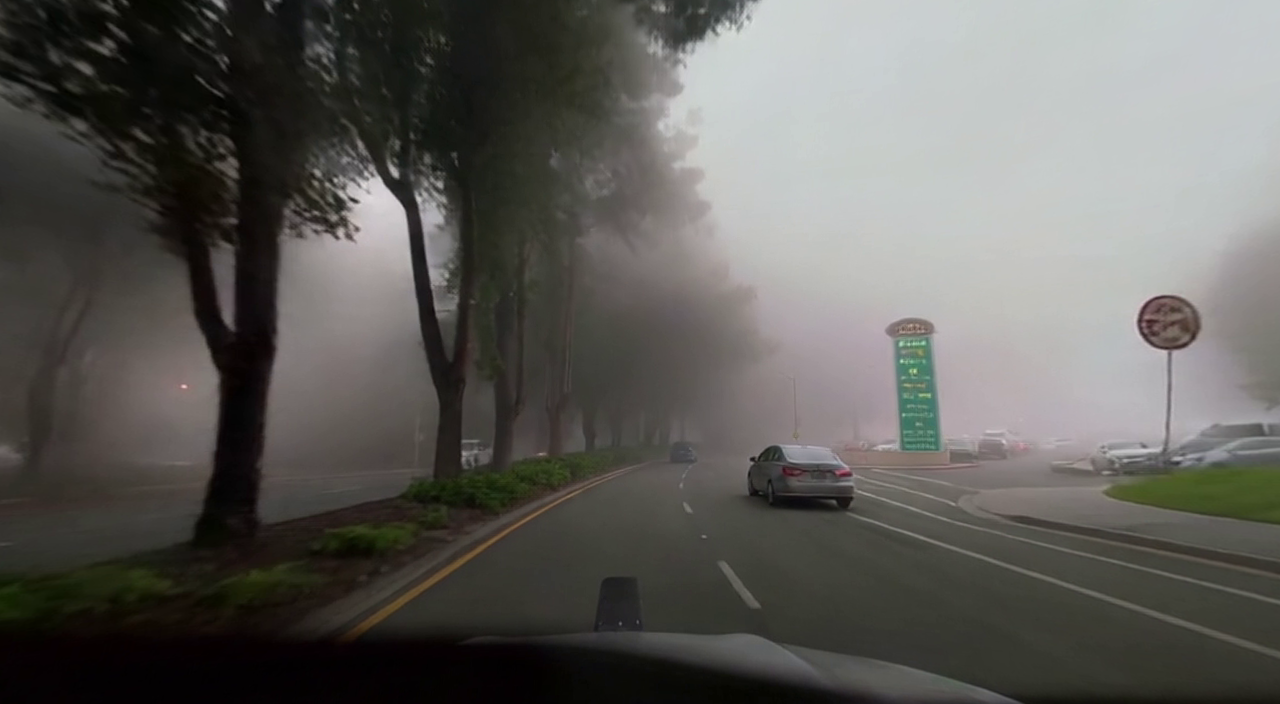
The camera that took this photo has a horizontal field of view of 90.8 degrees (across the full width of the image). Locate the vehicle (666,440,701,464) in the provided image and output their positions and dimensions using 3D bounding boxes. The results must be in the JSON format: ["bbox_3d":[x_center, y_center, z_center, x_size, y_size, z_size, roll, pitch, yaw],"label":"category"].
[{"bbox_3d":[3.286,7.446,47.308,2.123,1.703,4.292,-2,-9,10],"label":"vehicle"}]

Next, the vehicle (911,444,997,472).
[{"bbox_3d":[19.761,6.696,39.845,4.512,1.561,1.846,-8,-12,32],"label":"vehicle"}]

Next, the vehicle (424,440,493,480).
[{"bbox_3d":[-8.485,5.049,29.906,2.045,1.689,4.545,0,-8,-2],"label":"vehicle"}]

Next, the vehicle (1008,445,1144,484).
[{"bbox_3d":[17.565,4.491,25.501,4.653,1.471,1.850,2,-9,-16],"label":"vehicle"}]

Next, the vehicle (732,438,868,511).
[{"bbox_3d":[3.701,2.922,15.684,2.132,1.497,4.827,0,-8,0],"label":"vehicle"}]

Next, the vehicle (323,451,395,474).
[{"bbox_3d":[-20.298,7.978,45.712,4.389,1.518,1.930,-2,-9,9],"label":"vehicle"}]
